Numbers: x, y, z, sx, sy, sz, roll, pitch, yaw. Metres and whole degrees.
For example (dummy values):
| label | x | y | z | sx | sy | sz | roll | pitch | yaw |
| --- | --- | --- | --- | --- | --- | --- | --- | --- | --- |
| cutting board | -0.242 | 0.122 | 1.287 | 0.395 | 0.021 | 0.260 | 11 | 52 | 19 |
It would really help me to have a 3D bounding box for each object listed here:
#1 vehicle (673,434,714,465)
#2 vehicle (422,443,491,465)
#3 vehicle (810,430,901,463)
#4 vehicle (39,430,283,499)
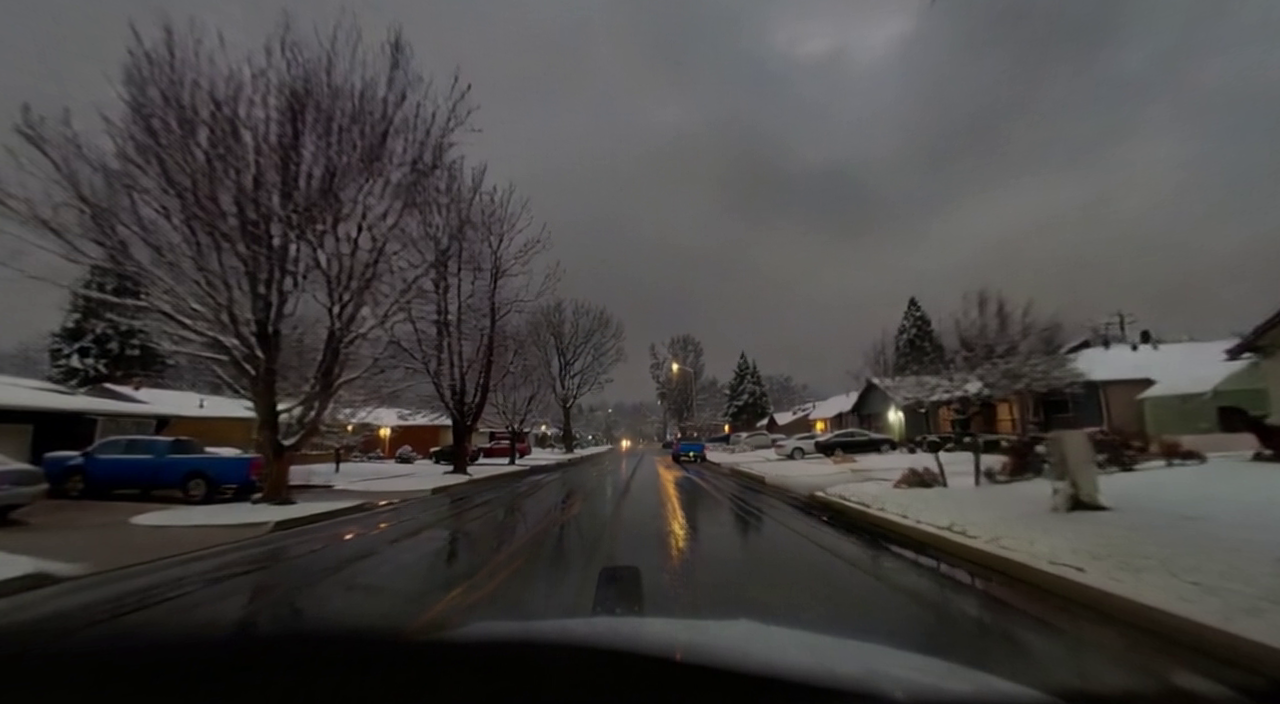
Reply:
| label | x | y | z | sx | sy | sz | roll | pitch | yaw |
| --- | --- | --- | --- | --- | --- | --- | --- | --- | --- |
| vehicle | 3.628 | 6.723 | 43.700 | 2.313 | 1.962 | 6.029 | 0 | -8 | 0 |
| vehicle | -12.899 | 7.201 | 44.644 | 4.225 | 1.498 | 1.917 | 0 | -8 | 2 |
| vehicle | 11.381 | 5.000 | 33.607 | 4.069 | 1.680 | 2.156 | 0 | -7 | 3 |
| vehicle | -13.646 | 3.219 | 18.281 | 5.286 | 1.847 | 2.166 | 0 | -8 | 2 |
